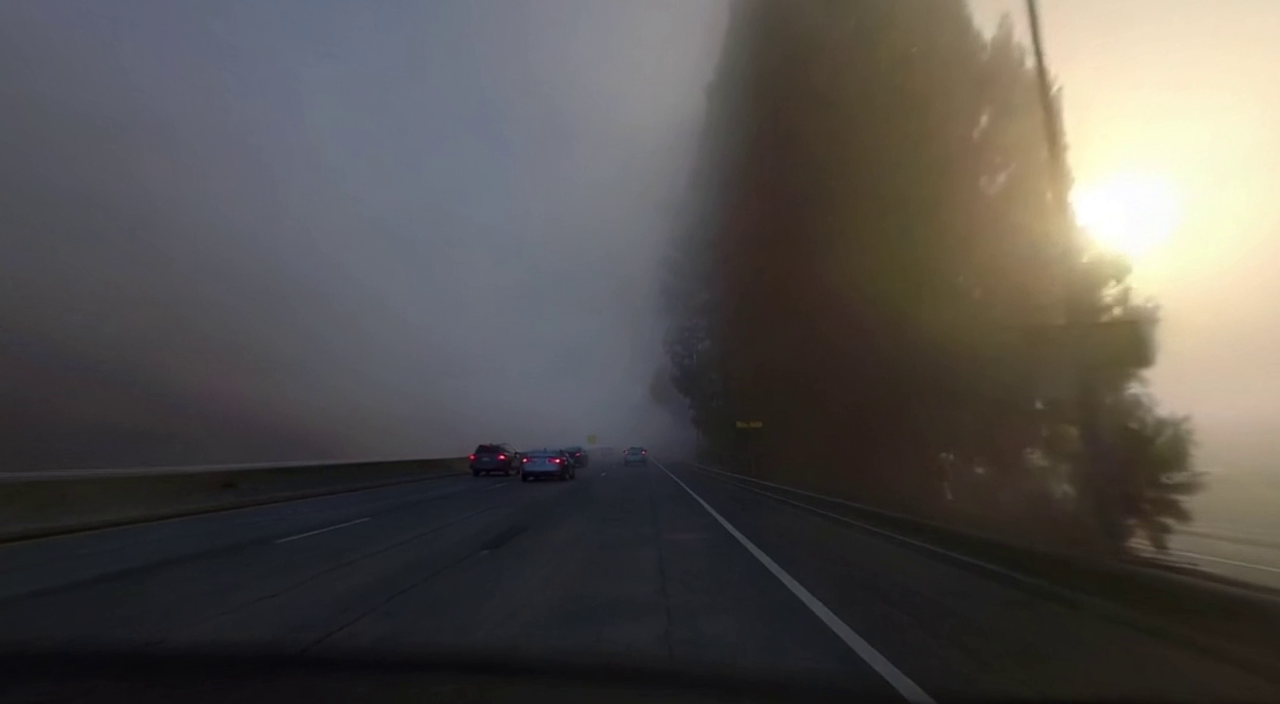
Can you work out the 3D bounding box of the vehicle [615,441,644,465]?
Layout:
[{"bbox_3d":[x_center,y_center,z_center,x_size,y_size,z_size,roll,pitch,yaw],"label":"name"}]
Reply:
[{"bbox_3d":[-0.772,7.764,48.791,2.179,1.742,4.396,0,-9,0],"label":"vehicle"}]

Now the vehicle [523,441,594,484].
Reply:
[{"bbox_3d":[-3.201,4.465,25.834,2.102,1.562,4.884,-1,-9,2],"label":"vehicle"}]

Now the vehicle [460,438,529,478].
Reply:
[{"bbox_3d":[-6.962,5.111,30.707,2.091,1.795,4.617,-1,-9,2],"label":"vehicle"}]
